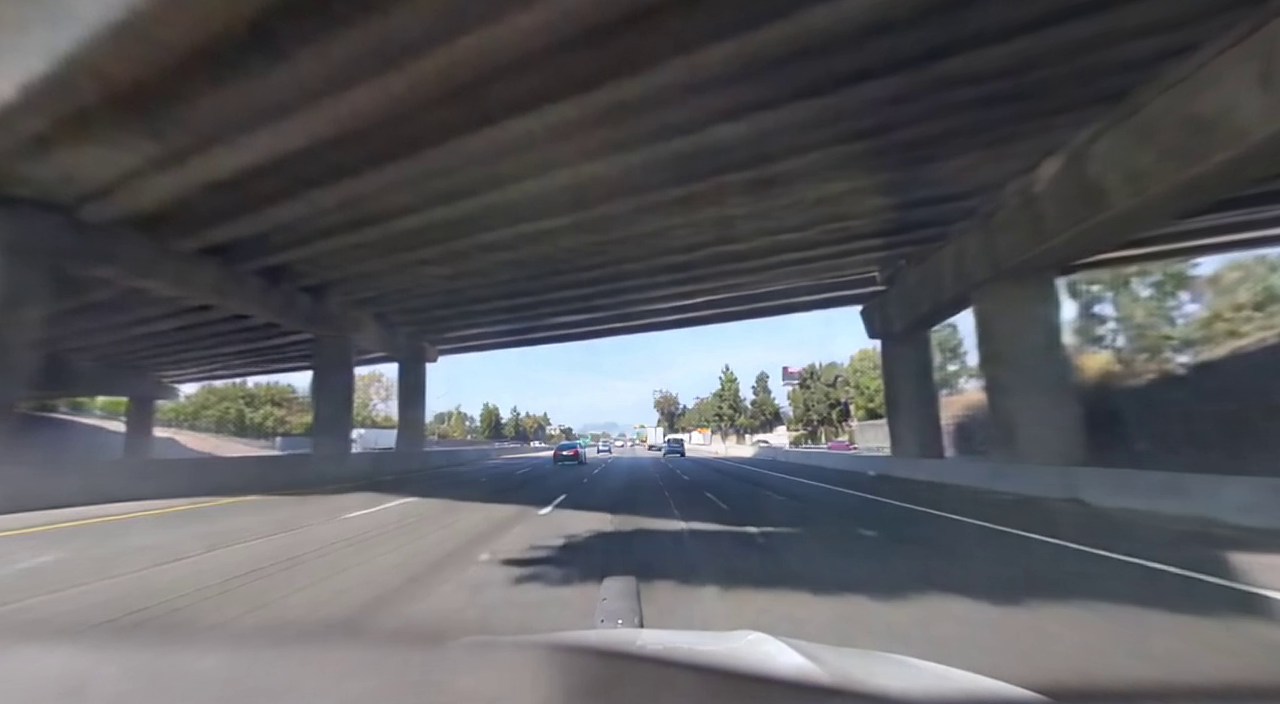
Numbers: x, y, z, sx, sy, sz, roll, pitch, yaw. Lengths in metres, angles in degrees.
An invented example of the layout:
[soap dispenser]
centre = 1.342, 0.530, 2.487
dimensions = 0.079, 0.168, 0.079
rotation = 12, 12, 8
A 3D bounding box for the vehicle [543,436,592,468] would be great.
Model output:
[vehicle]
centre = -3.650, 5.124, 32.403
dimensions = 2.066, 1.500, 4.415
rotation = 0, -8, -1
